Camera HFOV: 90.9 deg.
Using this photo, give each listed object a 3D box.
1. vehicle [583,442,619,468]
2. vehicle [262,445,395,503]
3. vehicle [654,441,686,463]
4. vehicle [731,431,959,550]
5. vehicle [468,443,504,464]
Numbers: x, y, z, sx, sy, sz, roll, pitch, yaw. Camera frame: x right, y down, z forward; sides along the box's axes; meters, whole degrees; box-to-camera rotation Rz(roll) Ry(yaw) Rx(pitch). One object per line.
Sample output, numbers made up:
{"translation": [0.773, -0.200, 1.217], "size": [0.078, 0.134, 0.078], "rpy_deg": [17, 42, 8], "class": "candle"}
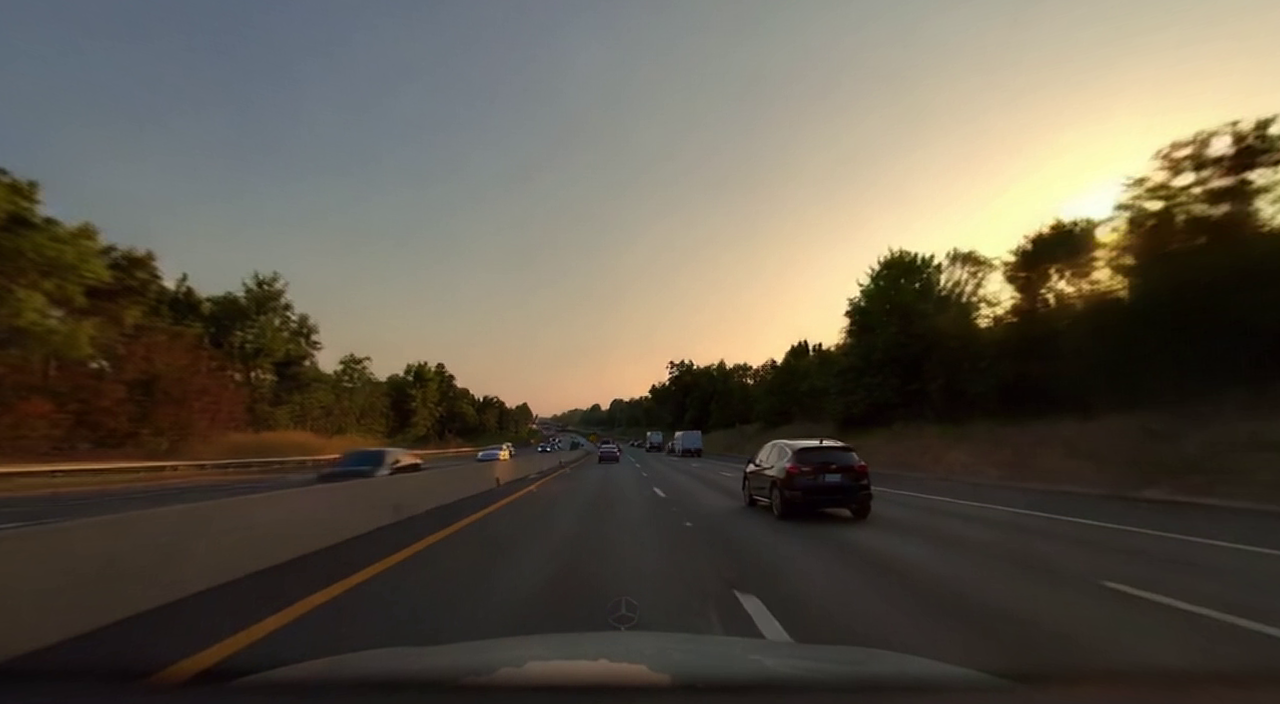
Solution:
{"translation": [-2.353, 6.252, 38.677], "size": [2.055, 1.466, 4.317], "rpy_deg": [1, -8, -3], "class": "vehicle"}
{"translation": [-9.179, 3.580, 19.039], "size": [1.855, 1.455, 4.469], "rpy_deg": [0, -8, -2], "class": "vehicle"}
{"translation": [2.186, 7.404, 46.806], "size": [1.995, 1.556, 3.893], "rpy_deg": [1, -8, -3], "class": "vehicle"}
{"translation": [2.977, 2.090, 10.479], "size": [1.961, 1.495, 4.743], "rpy_deg": [1, -8, -3], "class": "vehicle"}
{"translation": [-11.943, 7.906, 49.131], "size": [1.918, 1.515, 3.988], "rpy_deg": [0, -8, -2], "class": "vehicle"}
